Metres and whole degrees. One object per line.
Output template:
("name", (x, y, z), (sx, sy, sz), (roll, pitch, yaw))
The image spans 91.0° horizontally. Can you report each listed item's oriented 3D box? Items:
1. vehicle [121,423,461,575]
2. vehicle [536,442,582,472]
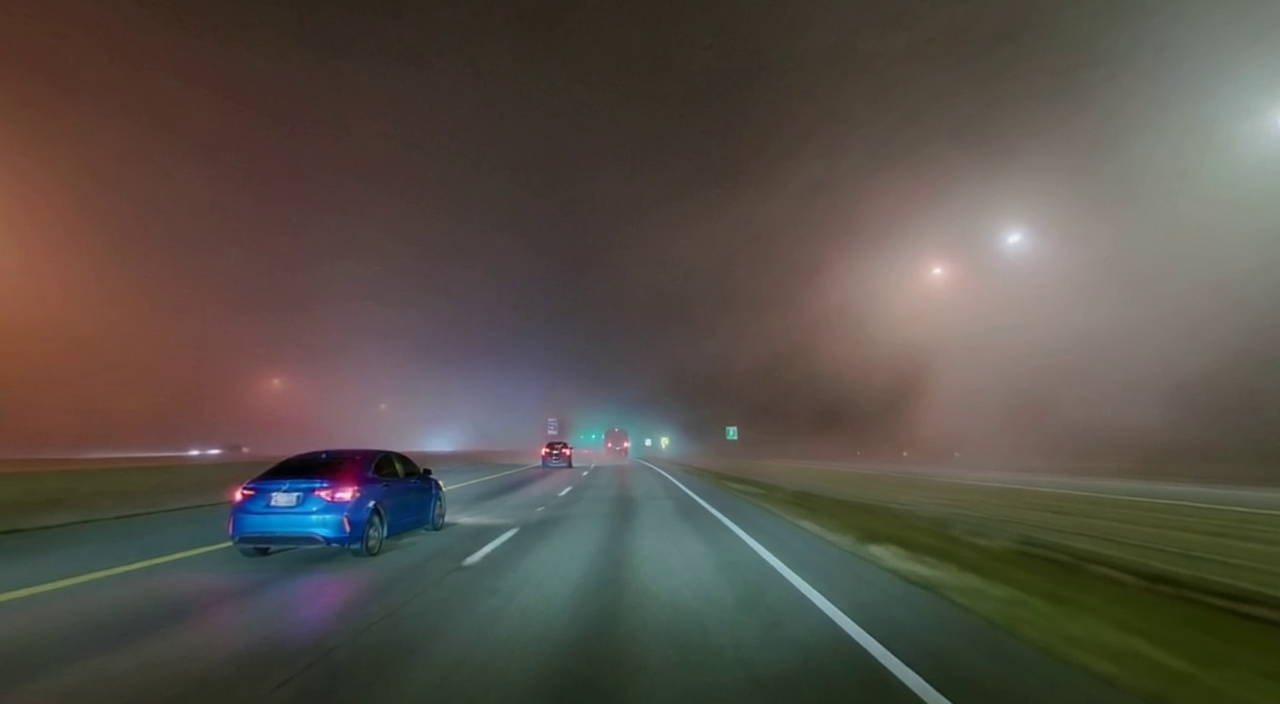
("vehicle", (-4.164, 1.829, 8.695), (2.012, 1.510, 4.672), (0, -9, 0))
("vehicle", (-4.154, 5.440, 32.770), (1.965, 1.459, 4.145), (0, -9, -2))
